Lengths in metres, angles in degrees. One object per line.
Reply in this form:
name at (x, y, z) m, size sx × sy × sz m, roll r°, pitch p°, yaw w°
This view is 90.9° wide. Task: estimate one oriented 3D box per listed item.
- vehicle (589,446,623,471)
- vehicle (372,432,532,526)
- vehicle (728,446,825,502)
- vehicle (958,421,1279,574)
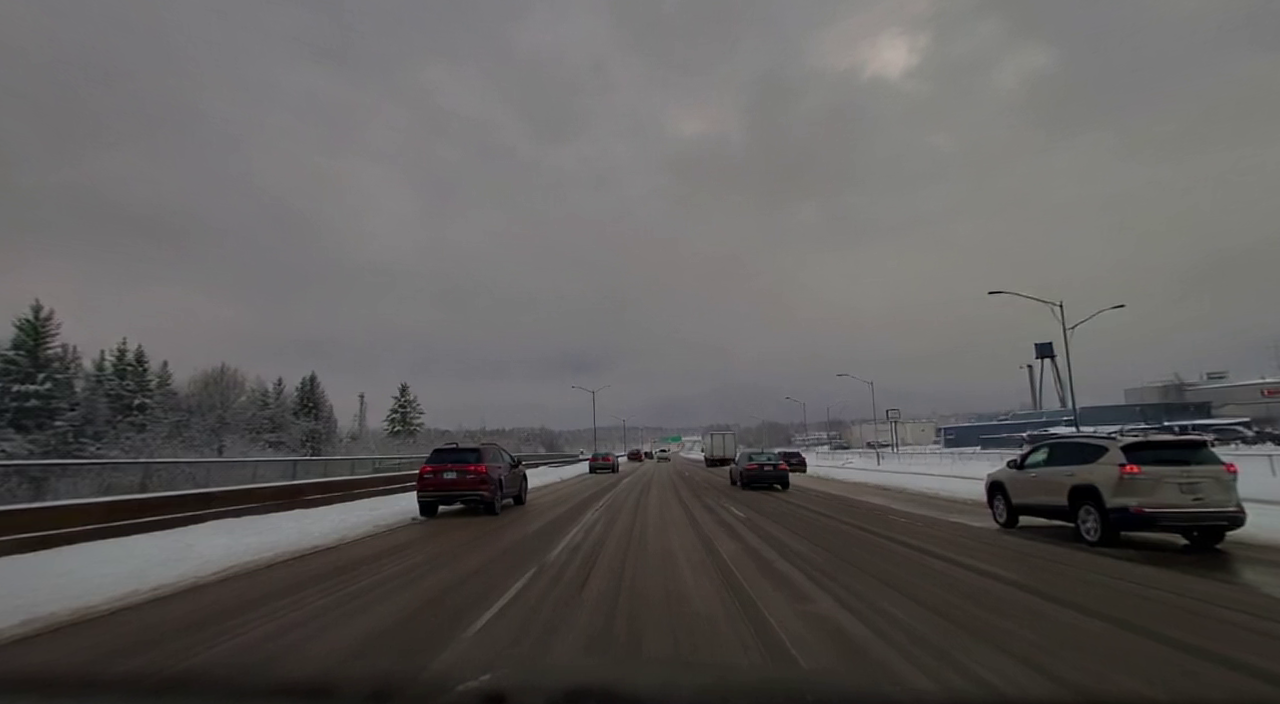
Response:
vehicle at (-2.530, 7.951, 47.504) m, size 2.108 × 1.748 × 4.514 m, roll -1°, pitch -8°, yaw 3°
vehicle at (-3.766, 2.608, 13.533) m, size 2.036 × 1.669 × 4.112 m, roll -1°, pitch -8°, yaw 2°
vehicle at (3.927, 3.564, 18.917) m, size 1.942 × 1.453 × 4.329 m, roll 0°, pitch -8°, yaw 0°
vehicle at (7.386, 2.050, 9.886) m, size 2.145 × 1.743 × 5.058 m, roll 0°, pitch -8°, yaw 0°
